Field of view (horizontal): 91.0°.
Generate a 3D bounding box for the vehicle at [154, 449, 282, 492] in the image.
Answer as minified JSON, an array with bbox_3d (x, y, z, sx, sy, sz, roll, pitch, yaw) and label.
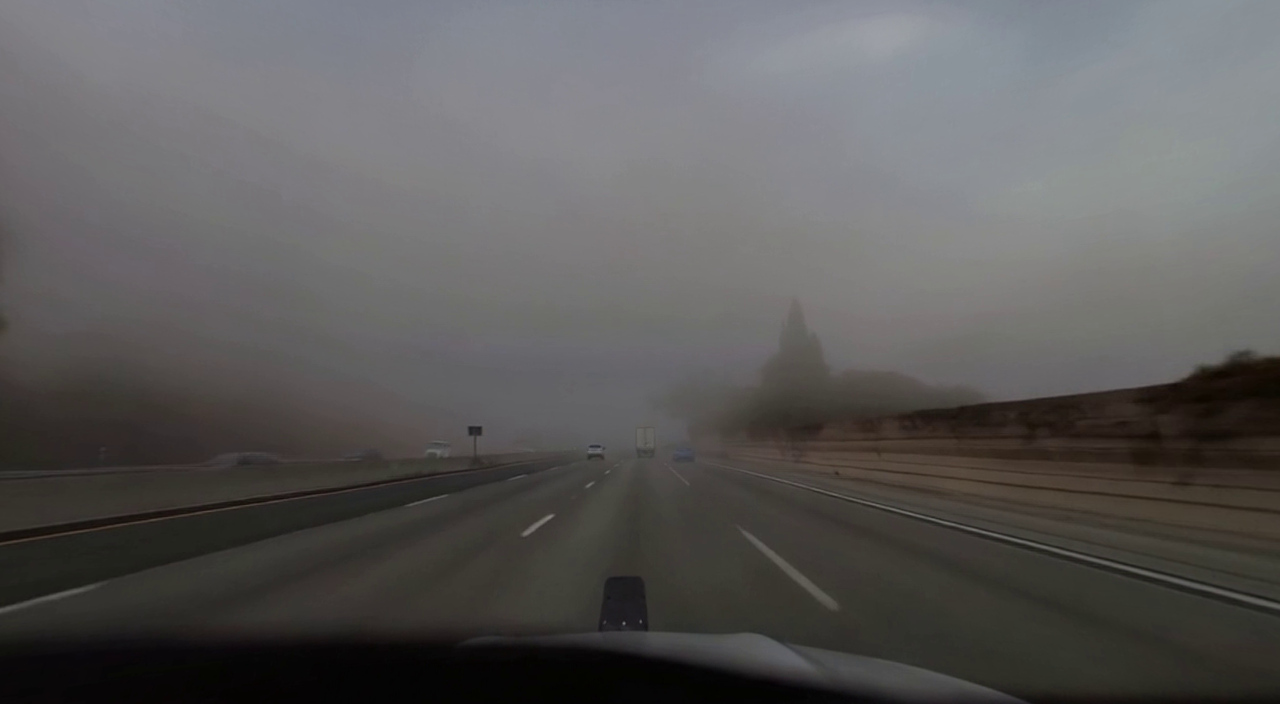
[{"bbox_3d":[-15.715,4.391,23.766,1.912,1.410,4.181,0,-8,1],"label":"vehicle"}]
